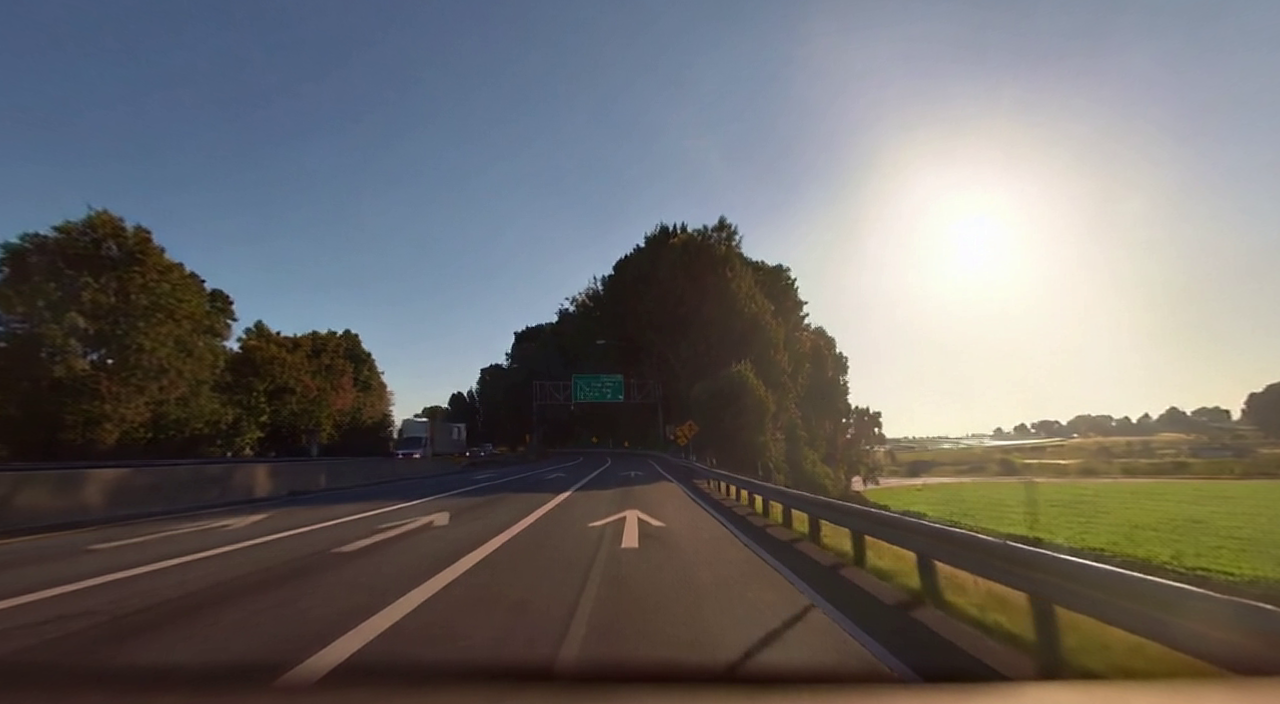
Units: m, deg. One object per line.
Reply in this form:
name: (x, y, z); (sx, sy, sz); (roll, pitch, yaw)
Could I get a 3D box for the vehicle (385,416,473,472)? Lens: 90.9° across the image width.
vehicle: (-15.013, 6.771, 45.875); (2.988, 3.568, 10.170); (0, -9, -1)

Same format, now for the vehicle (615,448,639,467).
vehicle: (-1.048, 8.201, 49.179); (1.807, 1.427, 3.645); (0, -9, -2)
